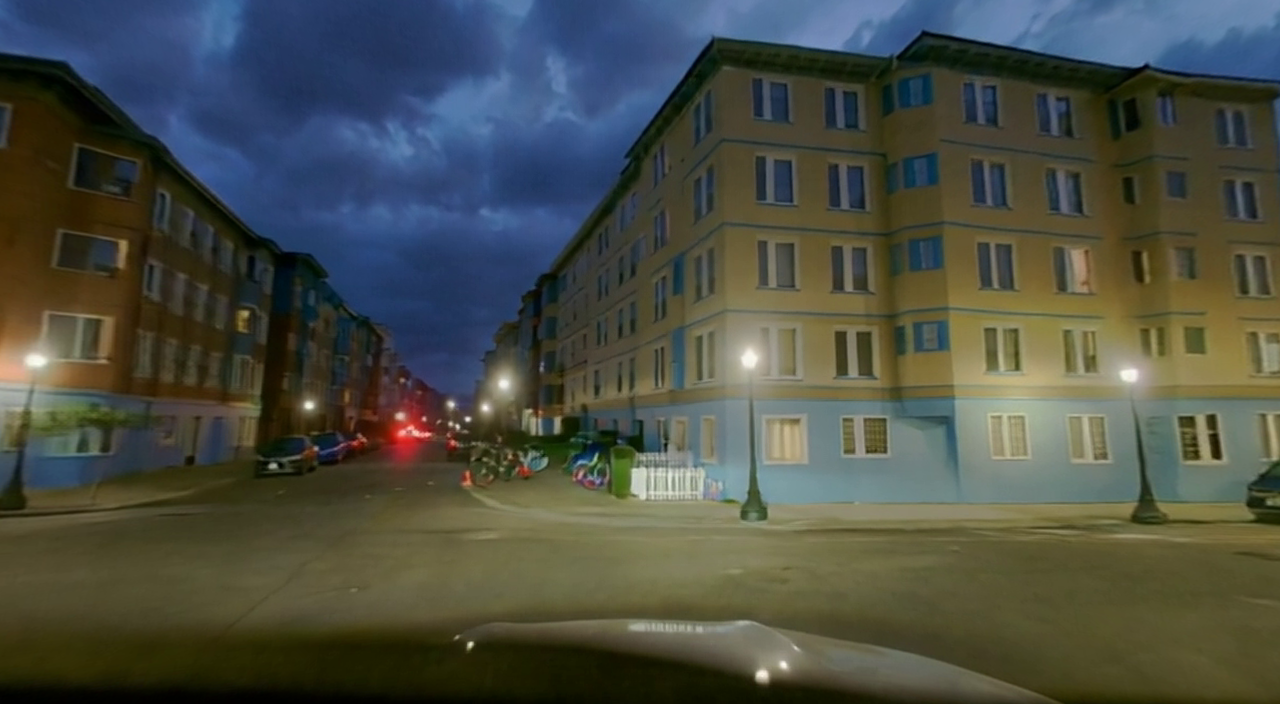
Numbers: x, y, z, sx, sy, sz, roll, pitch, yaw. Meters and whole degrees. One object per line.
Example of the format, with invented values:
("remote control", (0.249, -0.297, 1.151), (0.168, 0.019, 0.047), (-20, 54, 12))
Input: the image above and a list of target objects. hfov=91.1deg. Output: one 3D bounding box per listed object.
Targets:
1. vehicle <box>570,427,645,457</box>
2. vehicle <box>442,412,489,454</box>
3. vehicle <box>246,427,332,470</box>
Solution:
("vehicle", (-1.608, 4.415, 30.945), (3.404, 1.431, 1.641), (2, -8, -17))
("vehicle", (-9.456, 4.388, 33.876), (2.072, 2.074, 4.358), (3, -8, -19))
("vehicle", (-12.886, 3.554, 23.338), (1.897, 1.431, 3.741), (2, -8, -16))
